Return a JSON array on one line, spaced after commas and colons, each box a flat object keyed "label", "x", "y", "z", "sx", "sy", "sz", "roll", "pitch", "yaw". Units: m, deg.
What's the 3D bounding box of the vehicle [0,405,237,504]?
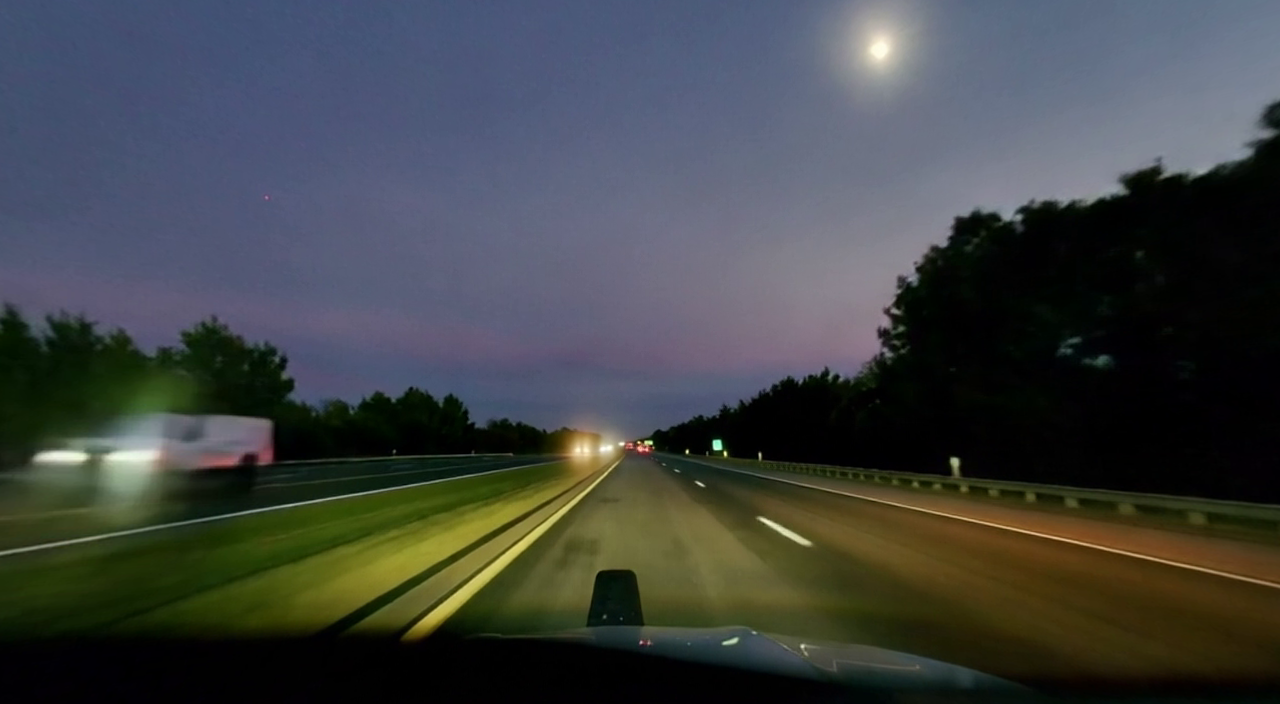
[{"label": "vehicle", "x": -12.160, "y": 2.369, "z": 14.741, "sx": 2.133, "sy": 1.882, "sz": 5.138, "roll": 0, "pitch": -9, "yaw": -1}]
